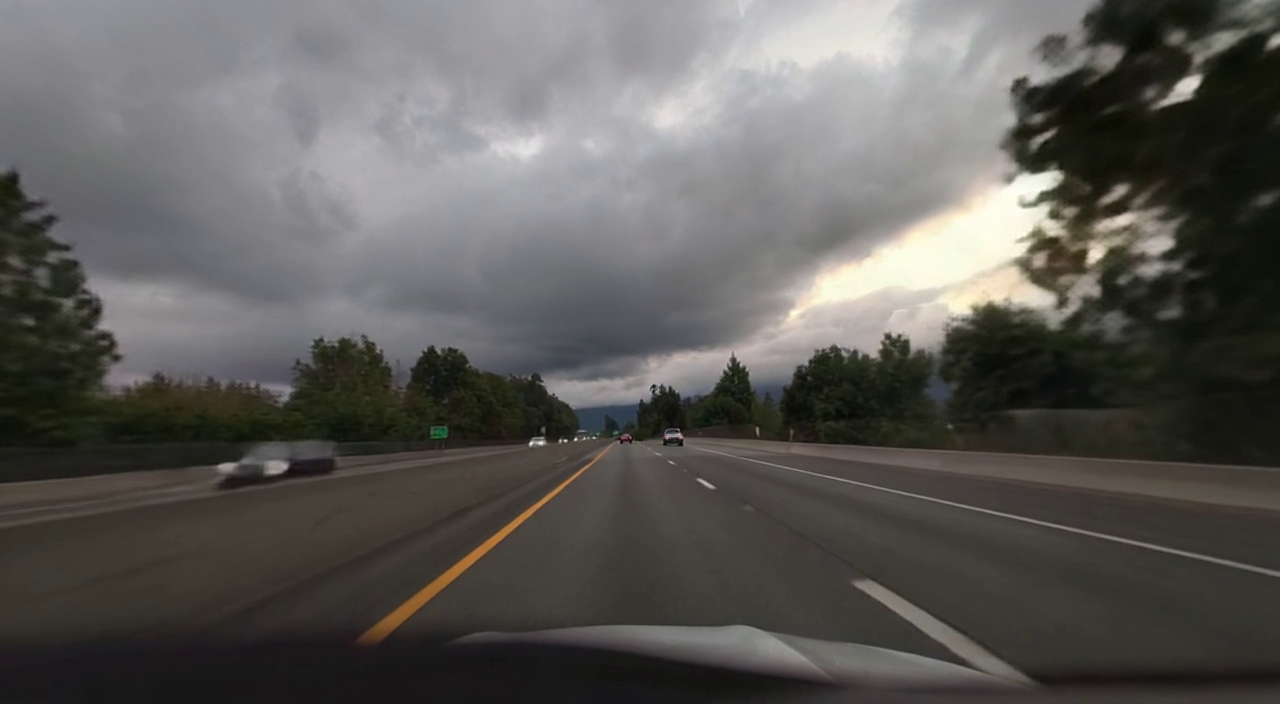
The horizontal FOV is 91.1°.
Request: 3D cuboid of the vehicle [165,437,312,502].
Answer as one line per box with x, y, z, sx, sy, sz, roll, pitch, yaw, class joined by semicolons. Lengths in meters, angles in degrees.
-13.971;4.040;22.283;2.240;2.042;4.522;0;-8;-1;vehicle
